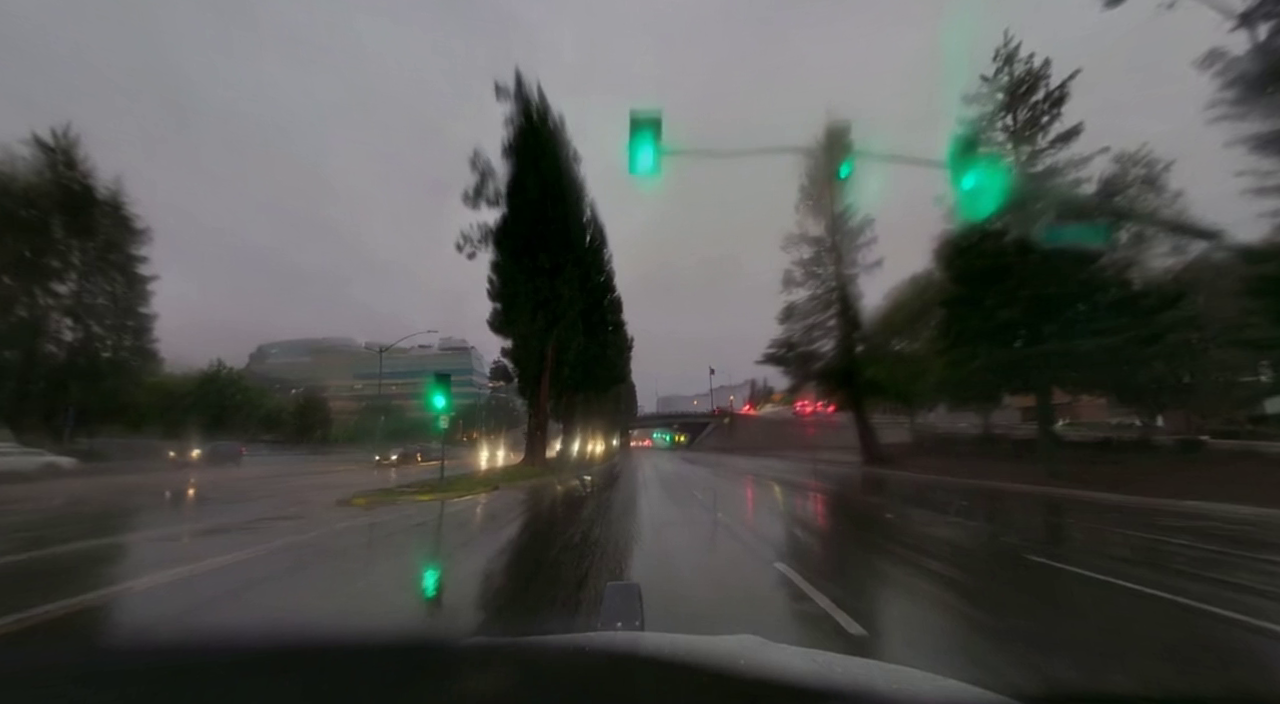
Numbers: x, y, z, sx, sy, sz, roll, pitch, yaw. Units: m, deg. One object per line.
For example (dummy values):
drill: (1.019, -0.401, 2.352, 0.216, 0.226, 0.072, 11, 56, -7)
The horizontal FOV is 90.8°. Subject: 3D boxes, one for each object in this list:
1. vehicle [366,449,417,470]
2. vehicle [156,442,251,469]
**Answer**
vehicle: (-19.050, 8.232, 48.661, 2.001, 1.468, 4.746, 0, -9, 0)
vehicle: (-30.650, 7.290, 44.518, 1.915, 1.768, 5.060, -5, -10, 30)
